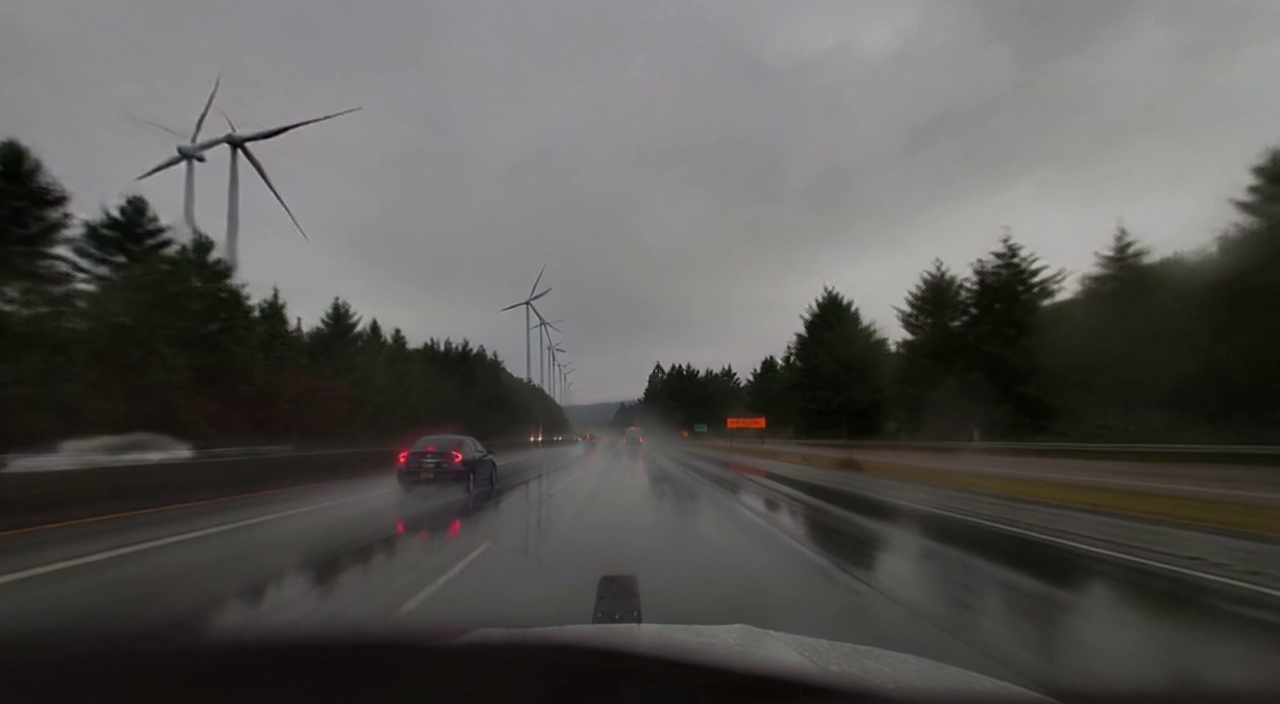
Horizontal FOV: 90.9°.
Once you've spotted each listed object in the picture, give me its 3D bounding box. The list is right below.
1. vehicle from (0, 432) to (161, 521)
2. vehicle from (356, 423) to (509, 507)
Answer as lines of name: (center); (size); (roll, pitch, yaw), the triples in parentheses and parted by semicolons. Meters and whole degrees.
vehicle: (-12.363, 2.443, 12.981); (2.055, 1.545, 3.765); (0, -8, -1)
vehicle: (-4.192, 2.327, 13.491); (1.950, 1.511, 3.965); (0, -8, 0)
